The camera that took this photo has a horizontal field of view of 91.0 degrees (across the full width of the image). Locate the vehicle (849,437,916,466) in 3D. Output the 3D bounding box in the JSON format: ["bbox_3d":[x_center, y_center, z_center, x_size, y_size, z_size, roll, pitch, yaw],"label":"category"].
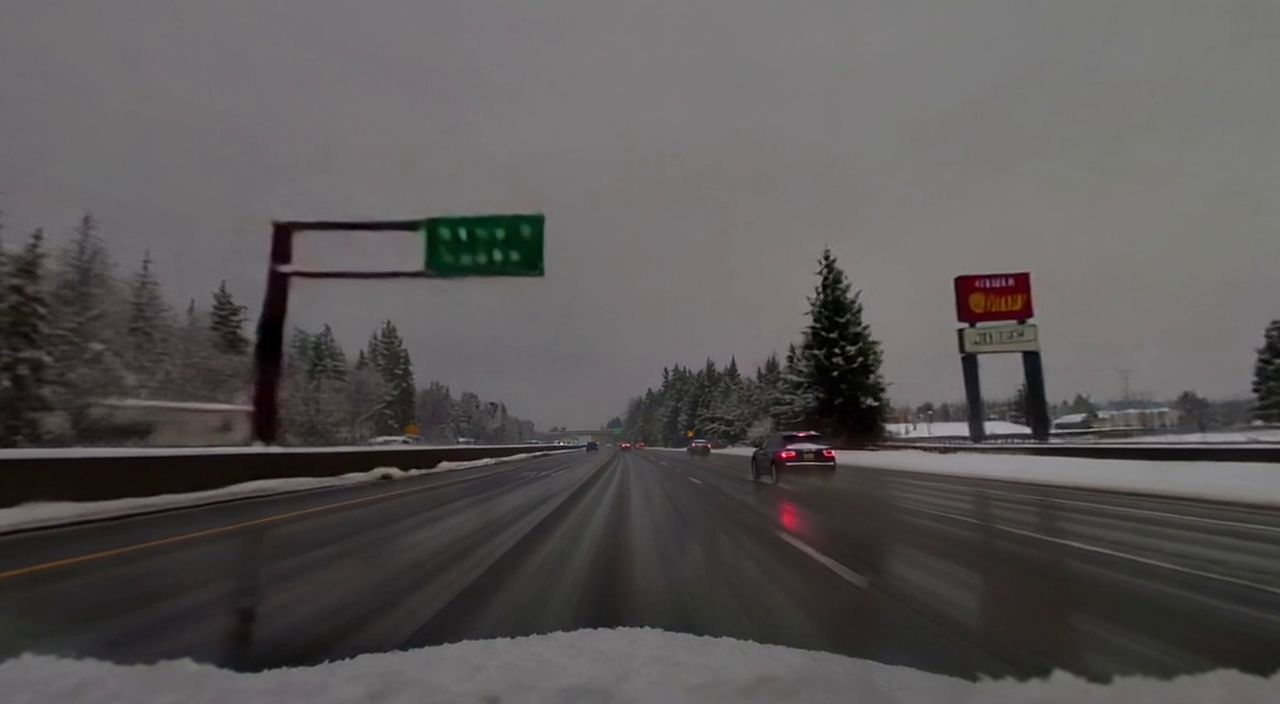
[{"bbox_3d":[14.208,5.856,37.188,2.072,1.611,4.387,0,-8,-2],"label":"vehicle"}]

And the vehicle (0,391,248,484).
[{"bbox_3d":[-21.605,3.771,27.488,2.922,3.345,9.411,0,-8,-1],"label":"vehicle"}]

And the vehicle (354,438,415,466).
[{"bbox_3d":[-16.916,6.645,41.944,2.131,1.723,4.678,0,-8,-1],"label":"vehicle"}]

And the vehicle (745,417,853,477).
[{"bbox_3d":[6.976,4.343,29.012,2.779,2.339,8.073,0,-8,-1],"label":"vehicle"}]
